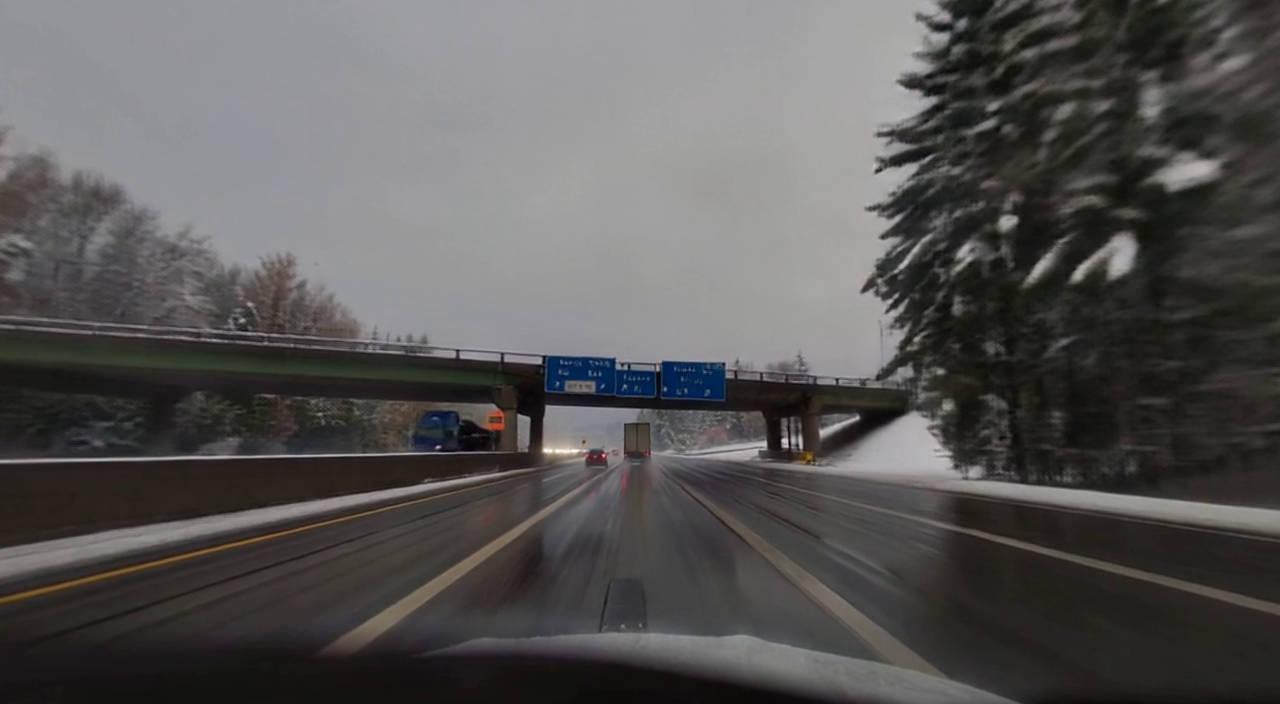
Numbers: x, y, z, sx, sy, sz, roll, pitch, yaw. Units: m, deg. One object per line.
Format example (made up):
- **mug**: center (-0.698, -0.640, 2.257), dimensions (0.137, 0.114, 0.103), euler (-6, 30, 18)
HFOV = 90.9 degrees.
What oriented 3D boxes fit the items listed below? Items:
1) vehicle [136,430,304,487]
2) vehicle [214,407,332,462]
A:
- **vehicle**: center (-12.070, 3.101, 18.573), dimensions (1.813, 1.450, 4.501), euler (0, -9, 1)
- **vehicle**: center (-23.702, 5.506, 41.353), dimensions (2.756, 3.192, 8.021), euler (0, -9, 0)
